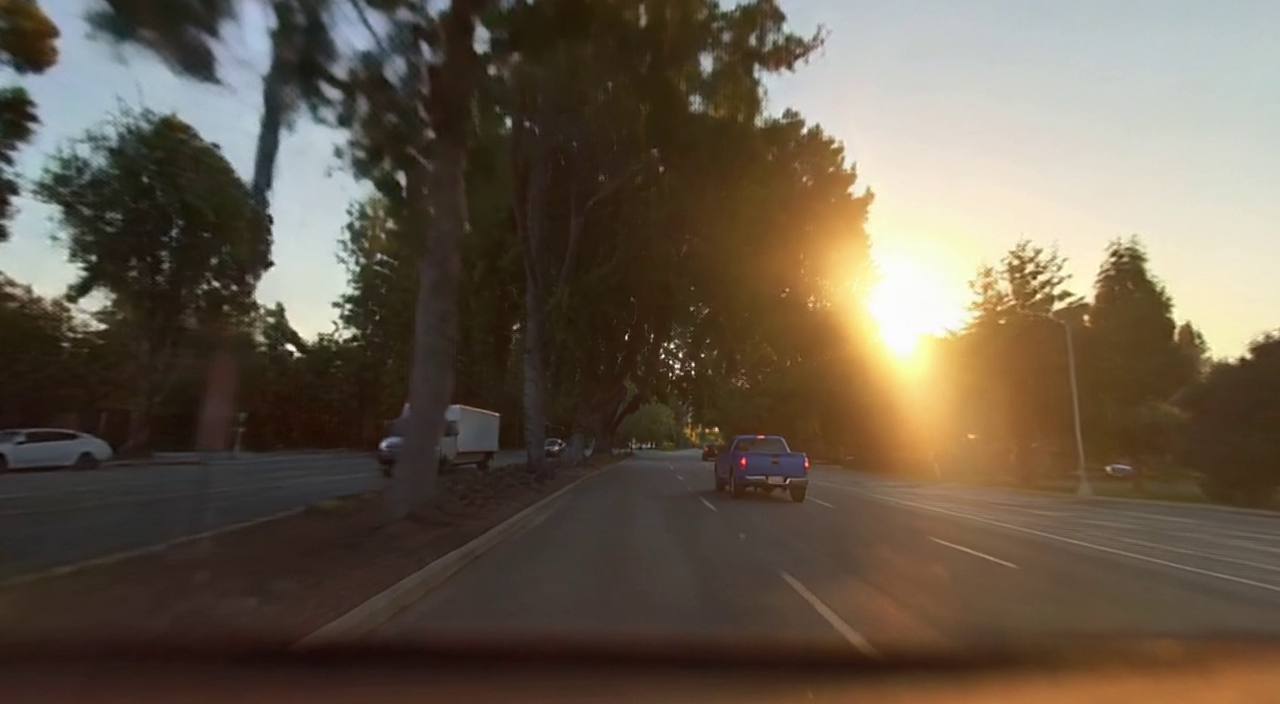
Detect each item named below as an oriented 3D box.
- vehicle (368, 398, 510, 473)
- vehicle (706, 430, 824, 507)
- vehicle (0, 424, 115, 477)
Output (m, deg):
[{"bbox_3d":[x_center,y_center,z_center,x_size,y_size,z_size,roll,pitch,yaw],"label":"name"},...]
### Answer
[{"bbox_3d":[-8.554,3.857,28.695,3.046,2.782,10.538,0,-8,0],"label":"vehicle"},{"bbox_3d":[3.064,2.972,16.570,2.108,1.712,4.616,0,-8,-1],"label":"vehicle"},{"bbox_3d":[-18.913,2.980,19.187,1.908,1.471,4.556,0,-8,-1],"label":"vehicle"}]
